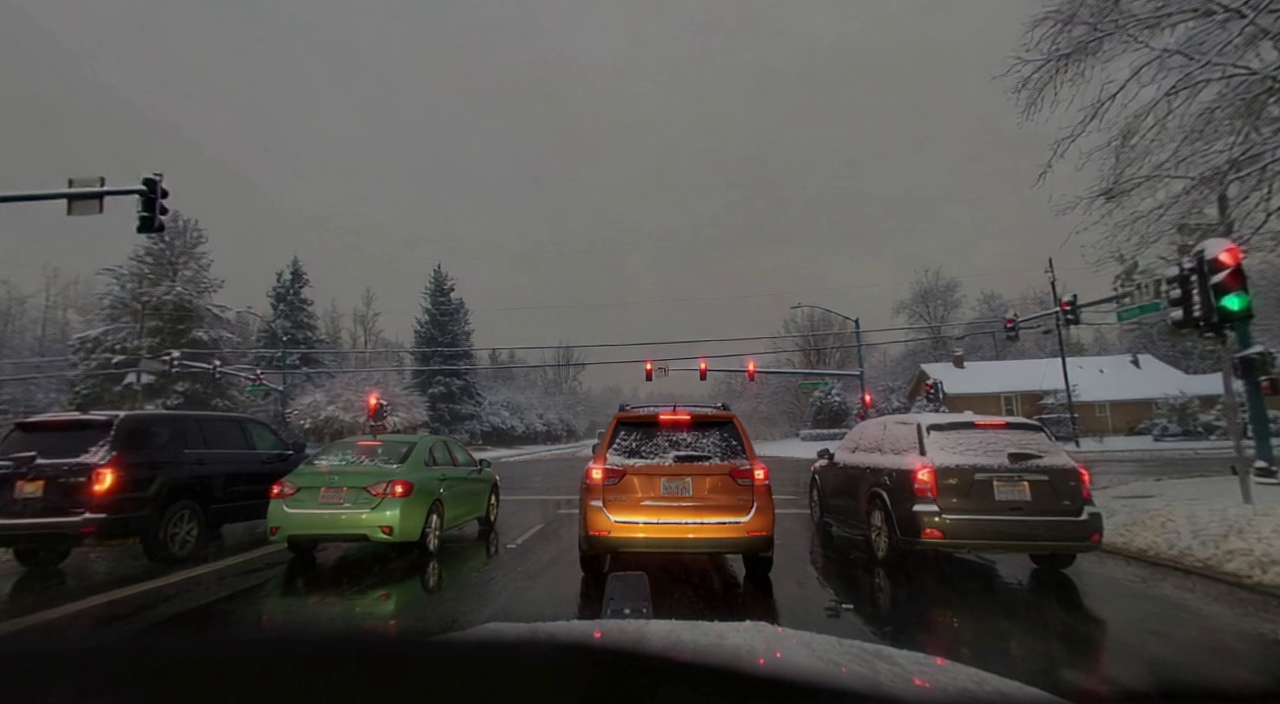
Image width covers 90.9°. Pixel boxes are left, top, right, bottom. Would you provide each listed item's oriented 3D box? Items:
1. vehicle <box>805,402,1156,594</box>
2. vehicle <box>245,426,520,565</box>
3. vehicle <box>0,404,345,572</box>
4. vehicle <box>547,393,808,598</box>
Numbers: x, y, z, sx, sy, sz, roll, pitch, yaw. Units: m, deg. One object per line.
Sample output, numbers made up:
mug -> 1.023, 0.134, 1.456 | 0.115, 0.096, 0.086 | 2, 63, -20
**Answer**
vehicle -> 3.524, 1.588, 7.739 | 2.047, 1.638, 4.395 | -1, -8, 4
vehicle -> -3.237, 1.883, 9.097 | 1.885, 1.475, 4.359 | -1, -8, 4
vehicle -> -6.631, 1.824, 9.269 | 2.075, 1.796, 4.785 | 0, -8, 2
vehicle -> 0.390, 1.517, 7.487 | 2.198, 1.708, 4.170 | 0, -8, 2
